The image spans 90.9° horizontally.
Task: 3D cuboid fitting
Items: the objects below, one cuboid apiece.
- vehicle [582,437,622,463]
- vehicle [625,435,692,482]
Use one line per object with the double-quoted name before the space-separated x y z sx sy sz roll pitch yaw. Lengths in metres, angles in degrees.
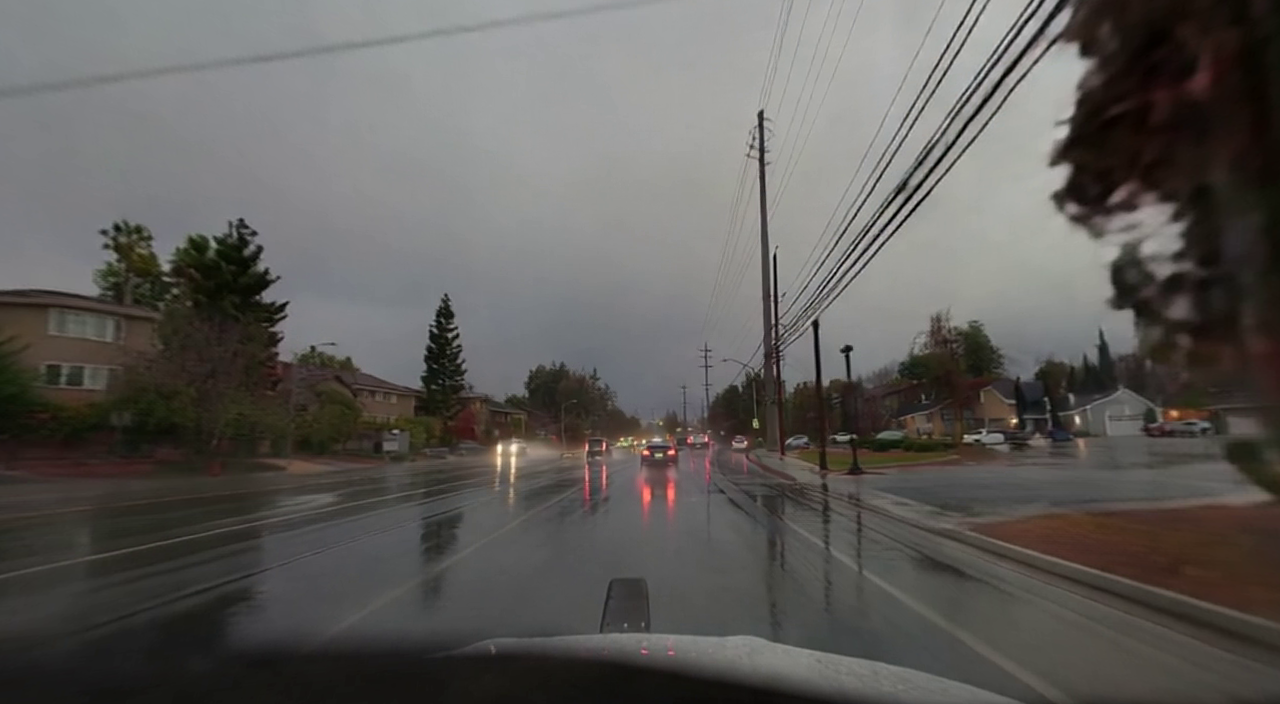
"vehicle" -2.260 5.985 38.593 1.983 1.485 4.159 -1 -9 4
"vehicle" 0.726 3.680 22.020 2.117 1.474 4.036 -1 -9 4
